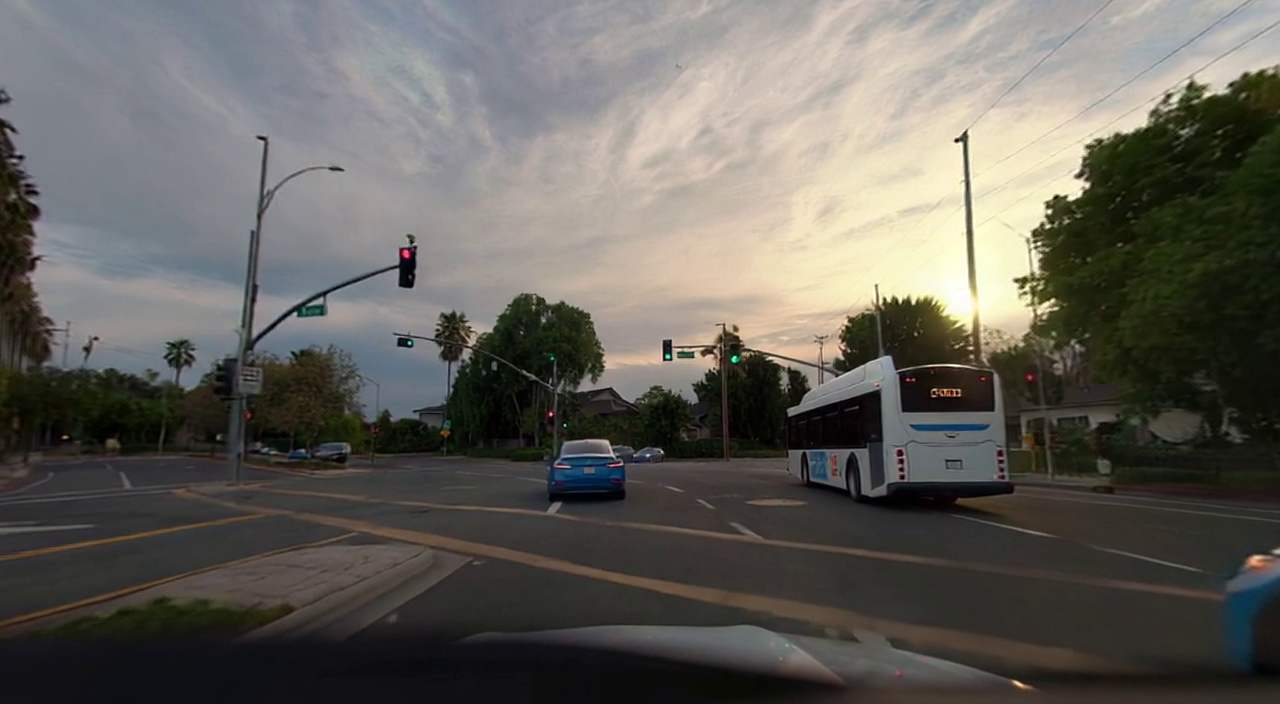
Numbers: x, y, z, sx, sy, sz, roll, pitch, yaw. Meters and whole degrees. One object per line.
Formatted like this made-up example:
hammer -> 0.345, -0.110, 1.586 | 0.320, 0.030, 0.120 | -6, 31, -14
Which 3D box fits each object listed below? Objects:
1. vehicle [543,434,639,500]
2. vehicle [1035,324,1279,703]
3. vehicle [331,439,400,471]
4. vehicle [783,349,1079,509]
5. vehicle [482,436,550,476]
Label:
vehicle -> -1.605, 3.377, 18.976 | 2.341, 1.709, 4.466 | 1, -9, -11
vehicle -> 3.685, 0.624, 1.398 | 2.205, 1.803, 5.135 | 0, -9, -1
vehicle -> -17.450, 6.477, 39.984 | 2.283, 1.878, 5.384 | 7, -11, -42
vehicle -> 8.012, 2.732, 21.055 | 3.483, 3.546, 13.998 | 0, -9, 1
vehicle -> -6.487, 5.338, 32.576 | 2.272, 1.891, 4.562 | 4, -9, -26
